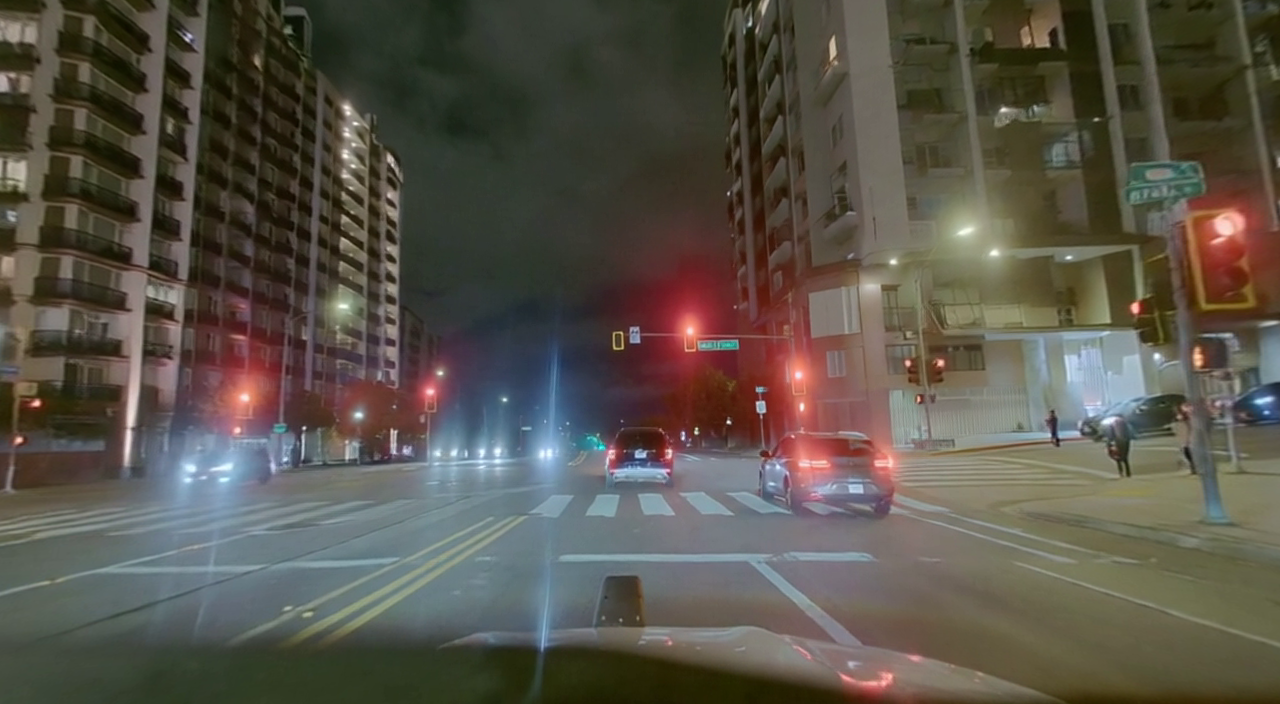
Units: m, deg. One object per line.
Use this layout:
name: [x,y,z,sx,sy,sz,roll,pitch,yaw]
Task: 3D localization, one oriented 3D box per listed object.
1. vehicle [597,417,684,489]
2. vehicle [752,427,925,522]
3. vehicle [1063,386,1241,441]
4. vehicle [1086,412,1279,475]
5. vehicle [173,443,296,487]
vehicle: [0.069,2.827,17.839,2.168,1.776,4.135,0,-8,2]
vehicle: [3.691,2.363,12.750,1.987,1.538,4.510,0,-8,0]
vehicle: [20.656,2.512,25.702,5.146,1.699,2.269,-5,-7,1]
vehicle: [14.116,2.304,15.871,4.354,1.466,1.863,0,-8,0]
vehicle: [-17.100,4.756,26.976,2.132,1.710,4.504,0,-8,2]
